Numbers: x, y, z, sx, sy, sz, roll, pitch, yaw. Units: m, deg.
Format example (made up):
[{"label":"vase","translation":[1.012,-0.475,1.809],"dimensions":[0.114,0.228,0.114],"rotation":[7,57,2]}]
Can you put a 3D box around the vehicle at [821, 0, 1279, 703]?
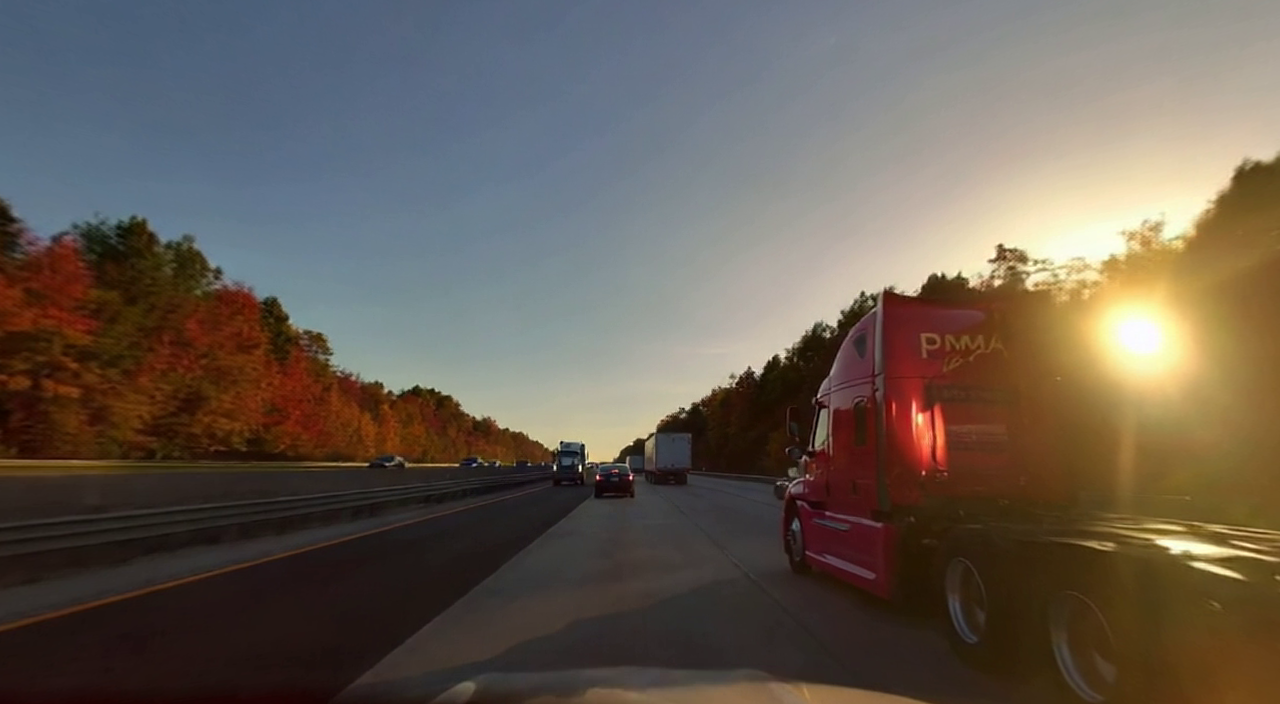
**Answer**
[{"label":"vehicle","translation":[3.933,-0.272,1.298],"dimensions":[2.856,4.040,14.009],"rotation":[1,-10,0]}]

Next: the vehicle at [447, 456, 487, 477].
[{"label":"vehicle","translation":[-13.630,9.058,49.946],"dimensions":[2.009,1.548,4.603],"rotation":[1,-10,-2]}]

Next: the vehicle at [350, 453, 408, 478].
[{"label":"vehicle","translation":[-17.021,7.436,41.358],"dimensions":[1.919,1.504,4.638],"rotation":[1,-10,-1]}]

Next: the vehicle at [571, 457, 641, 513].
[{"label":"vehicle","translation":[-1.045,4.334,20.975],"dimensions":[2.010,1.580,4.949],"rotation":[1,-10,-1]}]
